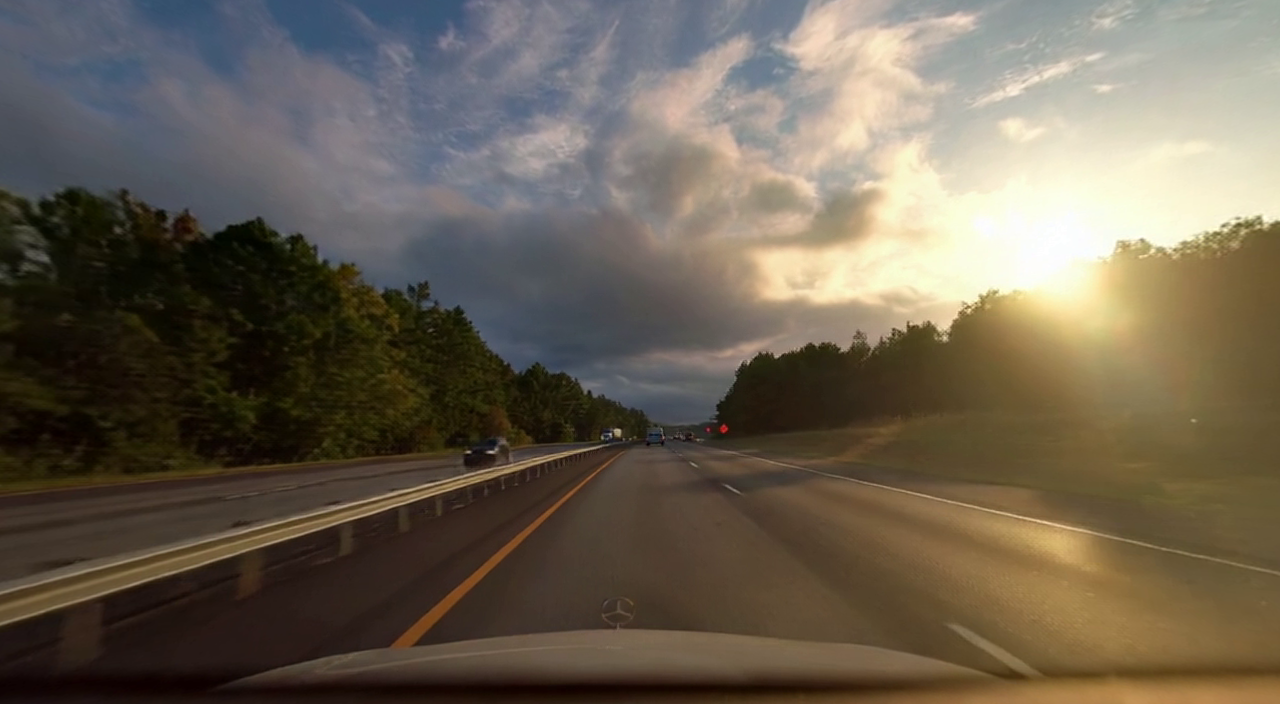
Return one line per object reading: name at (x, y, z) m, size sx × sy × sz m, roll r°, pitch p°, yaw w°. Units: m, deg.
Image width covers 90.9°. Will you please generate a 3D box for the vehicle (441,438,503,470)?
vehicle at (-8.329, 5.064, 31.640) m, size 1.890 × 1.490 × 4.463 m, roll 0°, pitch -8°, yaw 0°
